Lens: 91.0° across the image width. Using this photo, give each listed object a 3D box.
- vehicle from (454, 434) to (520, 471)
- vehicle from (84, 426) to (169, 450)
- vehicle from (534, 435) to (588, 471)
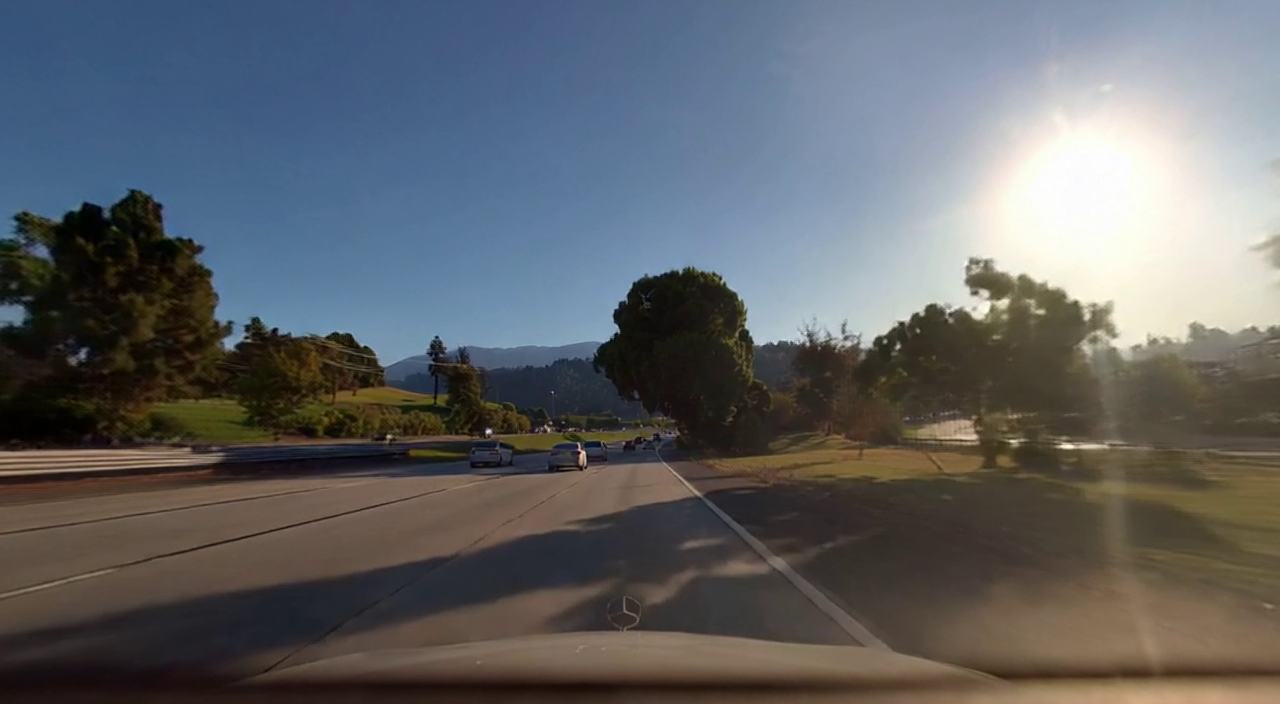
[{"bbox_3d":[-7.604,5.062,31.828,2.108,1.686,4.556,0,-9,1],"label":"vehicle"},{"bbox_3d":[-33.558,5.694,41.313,1.827,1.487,4.306,0,-9,1],"label":"vehicle"},{"bbox_3d":[-3.932,5.116,31.936,2.035,1.673,4.469,0,-9,2],"label":"vehicle"}]
